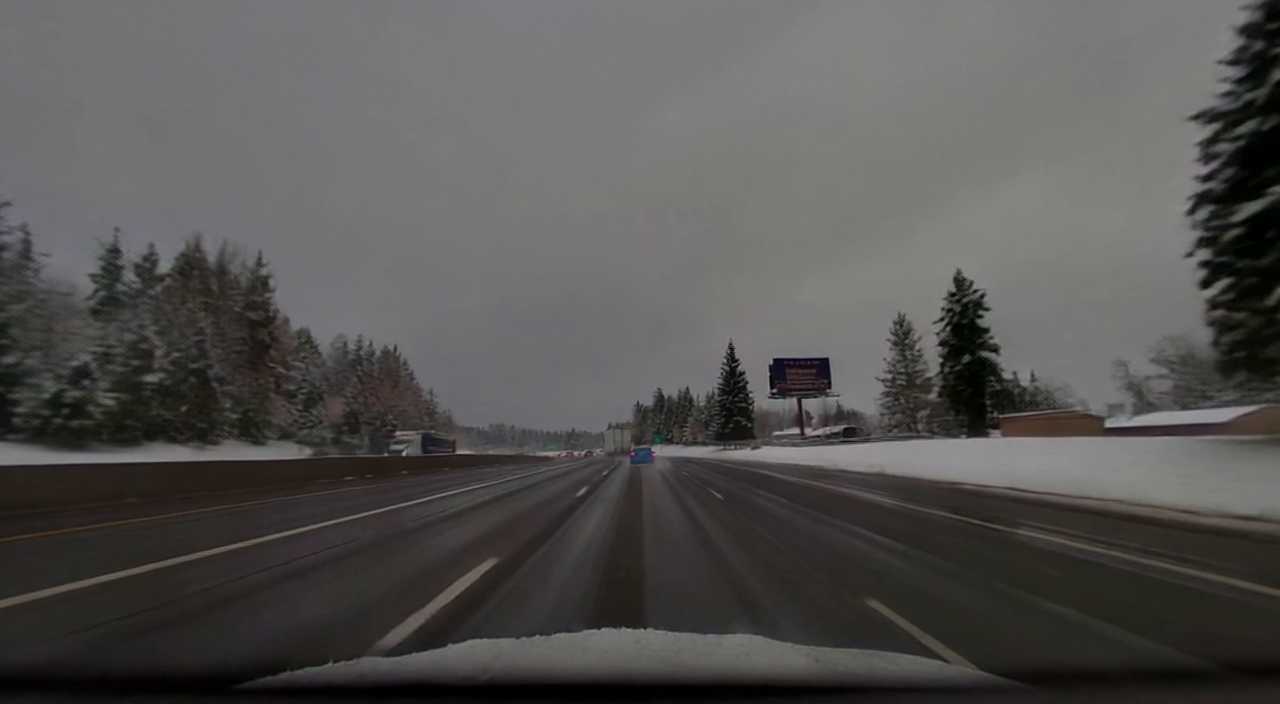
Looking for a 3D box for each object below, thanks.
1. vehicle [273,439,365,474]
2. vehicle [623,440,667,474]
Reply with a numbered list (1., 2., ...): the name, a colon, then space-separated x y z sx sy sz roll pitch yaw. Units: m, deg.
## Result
1. vehicle: -17.731 5.776 35.247 2.156 1.764 5.763 0 -8 0
2. vehicle: 0.178 5.131 30.998 2.042 1.528 4.300 0 -8 -1
